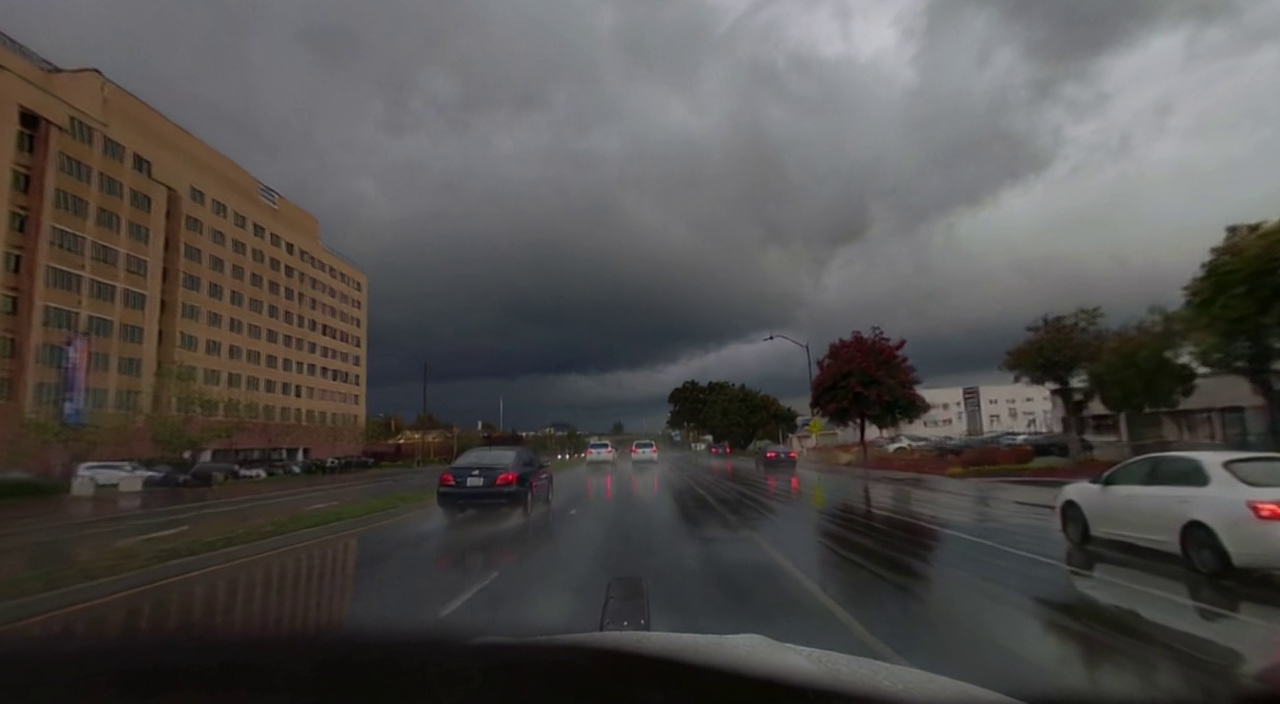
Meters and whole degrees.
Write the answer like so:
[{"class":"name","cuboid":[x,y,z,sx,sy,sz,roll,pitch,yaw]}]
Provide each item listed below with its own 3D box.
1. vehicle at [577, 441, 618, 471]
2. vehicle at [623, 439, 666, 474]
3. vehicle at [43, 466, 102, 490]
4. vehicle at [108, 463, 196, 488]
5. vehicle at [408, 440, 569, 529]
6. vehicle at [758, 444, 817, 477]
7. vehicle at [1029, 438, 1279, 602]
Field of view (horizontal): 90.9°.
[{"class":"vehicle","cuboid":[-2.632,6.599,40.109,2.117,1.799,4.442,-1,-9,2]},{"class":"vehicle","cuboid":[0.287,5.914,35.833,2.304,1.795,4.526,0,-9,1]},{"class":"vehicle","cuboid":[-43.189,9.543,47.964,4.214,1.644,1.902,-5,-10,28]},{"class":"vehicle","cuboid":[-34.019,8.610,44.118,4.652,1.472,1.932,5,-10,-32]},{"class":"vehicle","cuboid":[-2.826,2.579,12.940,2.095,1.486,4.411,0,-9,2]},{"class":"vehicle","cuboid":[6.974,5.162,30.209,1.884,1.458,4.245,0,-9,1]},{"class":"vehicle","cuboid":[6.715,1.710,6.989,1.865,1.458,4.605,0,-9,0]}]
